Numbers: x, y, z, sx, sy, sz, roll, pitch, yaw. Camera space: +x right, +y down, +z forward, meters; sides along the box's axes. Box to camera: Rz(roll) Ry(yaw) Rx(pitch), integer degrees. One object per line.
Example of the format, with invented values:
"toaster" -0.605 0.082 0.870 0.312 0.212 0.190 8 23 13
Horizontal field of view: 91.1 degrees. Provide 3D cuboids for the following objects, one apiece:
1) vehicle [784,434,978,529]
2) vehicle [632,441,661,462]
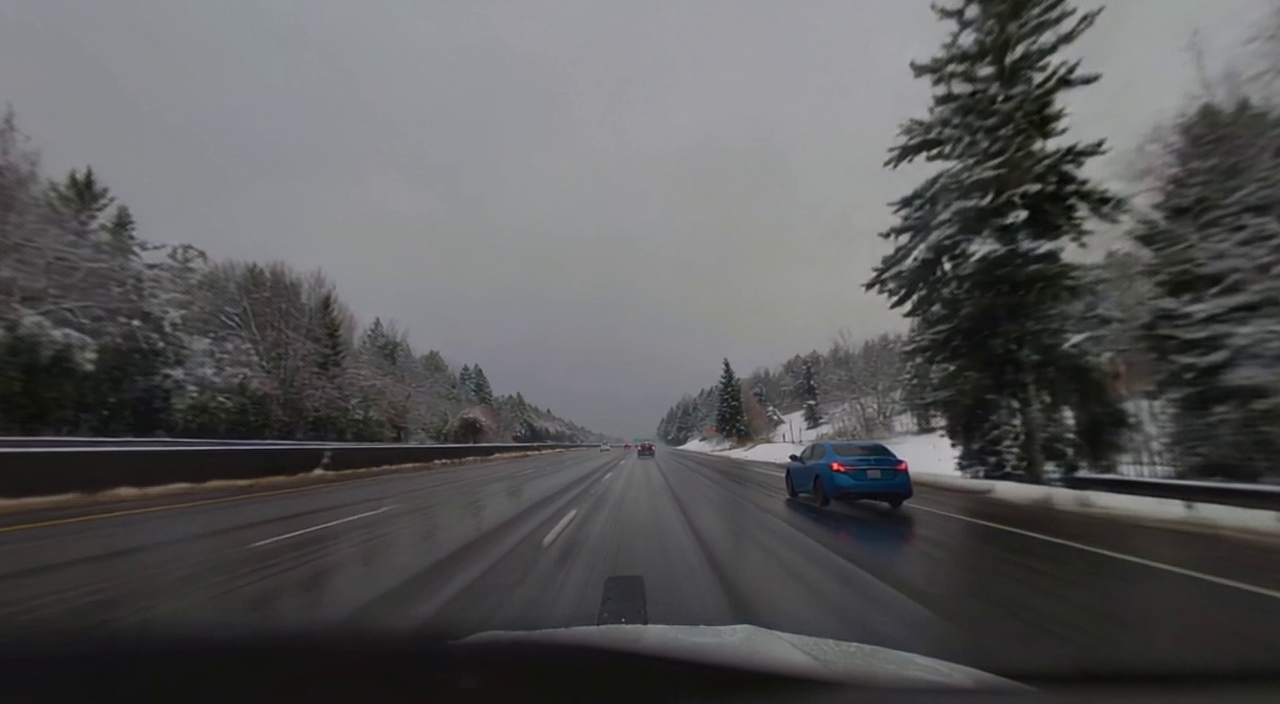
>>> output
"vehicle" 4.453 2.444 12.549 2.008 1.524 4.598 0 -8 -1
"vehicle" 0.434 7.199 45.546 2.052 1.449 3.857 0 -8 0
